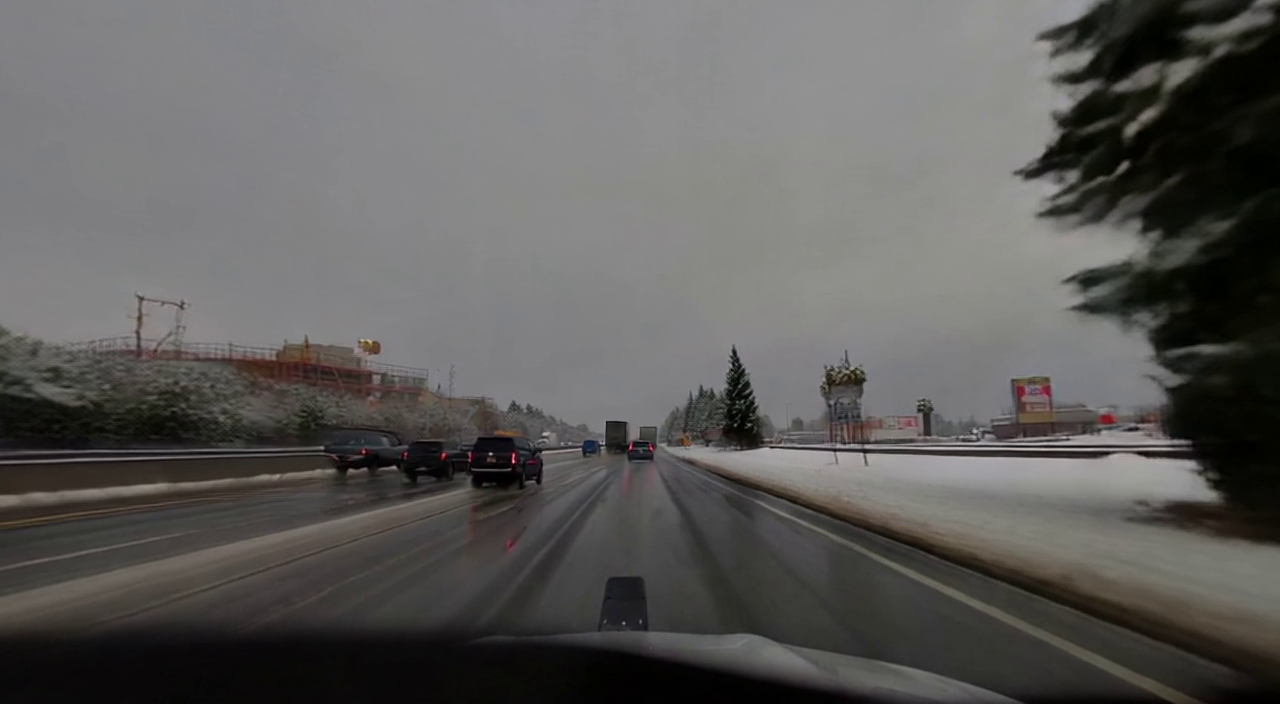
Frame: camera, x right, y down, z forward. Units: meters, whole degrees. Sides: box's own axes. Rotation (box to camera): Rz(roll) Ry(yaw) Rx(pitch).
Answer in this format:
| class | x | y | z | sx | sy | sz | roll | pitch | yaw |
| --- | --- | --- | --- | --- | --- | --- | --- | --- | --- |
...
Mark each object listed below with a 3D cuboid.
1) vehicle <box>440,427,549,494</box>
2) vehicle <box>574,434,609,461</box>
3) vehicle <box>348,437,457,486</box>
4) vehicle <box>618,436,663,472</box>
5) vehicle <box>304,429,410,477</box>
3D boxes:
| class | x | y | z | sx | sy | sz | roll | pitch | yaw |
| --- | --- | --- | --- | --- | --- | --- | --- | --- | --- |
| vehicle | -4.168 | 3.186 | 18.937 | 2.108 | 1.740 | 4.549 | 0 | -8 | 1 |
| vehicle | -3.674 | 7.374 | 48.791 | 2.203 | 1.958 | 4.848 | 0 | -8 | 2 |
| vehicle | -7.953 | 3.683 | 21.595 | 1.949 | 1.476 | 4.410 | 0 | -8 | 1 |
| vehicle | 0.060 | 5.114 | 31.935 | 2.136 | 1.678 | 4.052 | 0 | -8 | 1 |
| vehicle | -11.899 | 4.273 | 26.999 | 2.077 | 1.829 | 5.101 | 0 | -8 | 1 |
